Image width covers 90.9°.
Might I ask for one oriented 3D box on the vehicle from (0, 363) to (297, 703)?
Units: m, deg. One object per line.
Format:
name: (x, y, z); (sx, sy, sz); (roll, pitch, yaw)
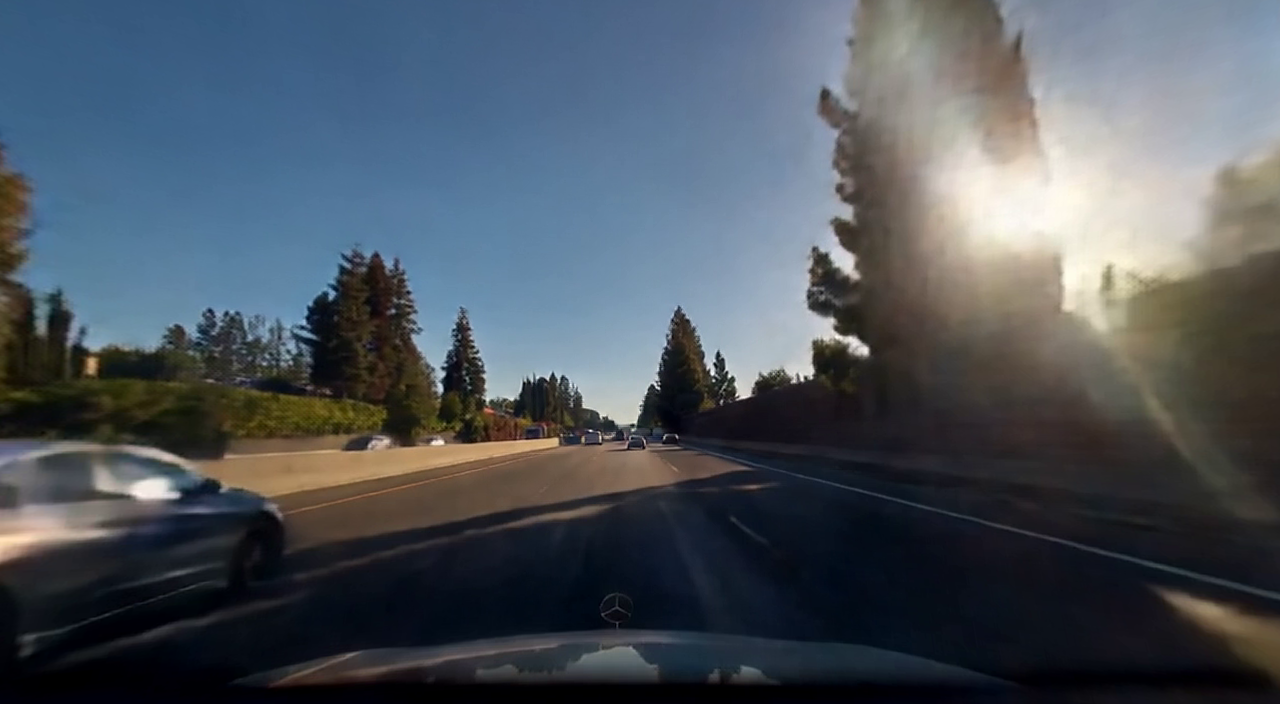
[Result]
vehicle: (-4.054, 0.930, 3.319); (2.064, 1.647, 4.381); (0, -8, -1)

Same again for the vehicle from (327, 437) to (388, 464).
vehicle: (-17.614, 6.133, 39.501); (1.844, 1.541, 4.218); (0, -8, -1)
